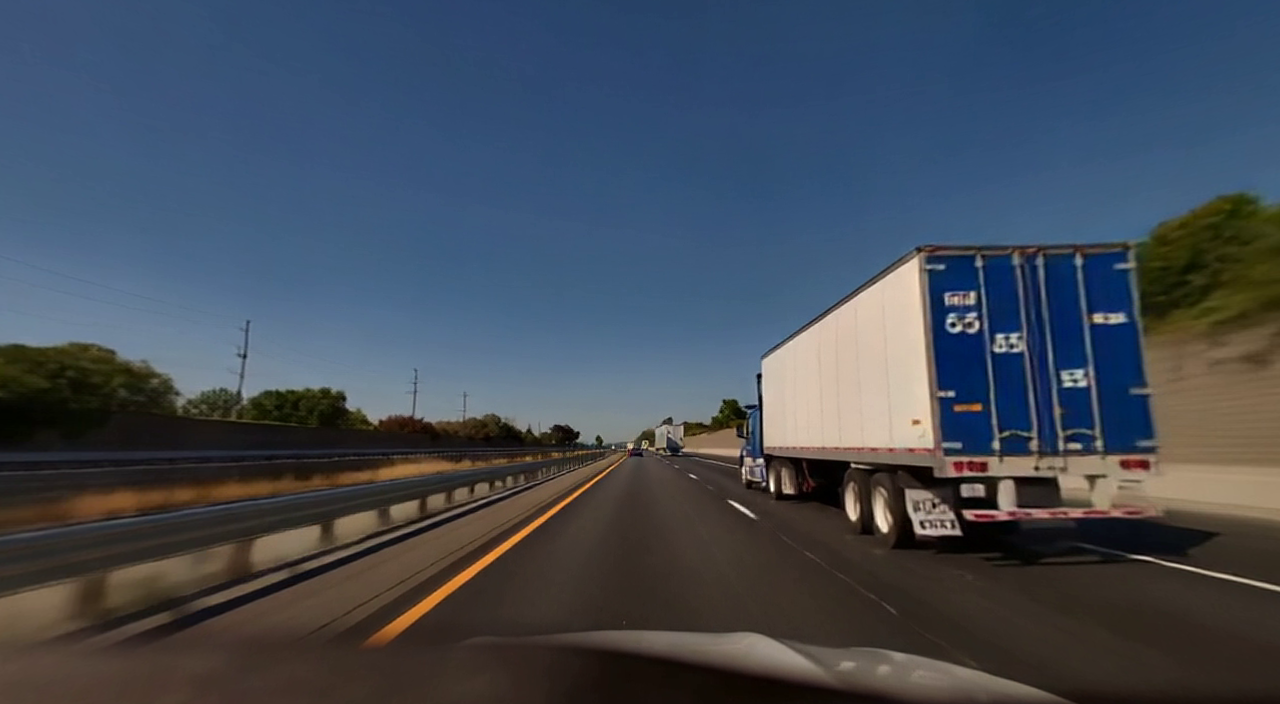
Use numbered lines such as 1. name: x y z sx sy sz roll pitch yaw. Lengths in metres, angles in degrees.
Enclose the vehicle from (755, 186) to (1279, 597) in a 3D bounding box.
1. vehicle: 4.456 1.053 10.758 3.107 3.718 10.231 0 -9 0
